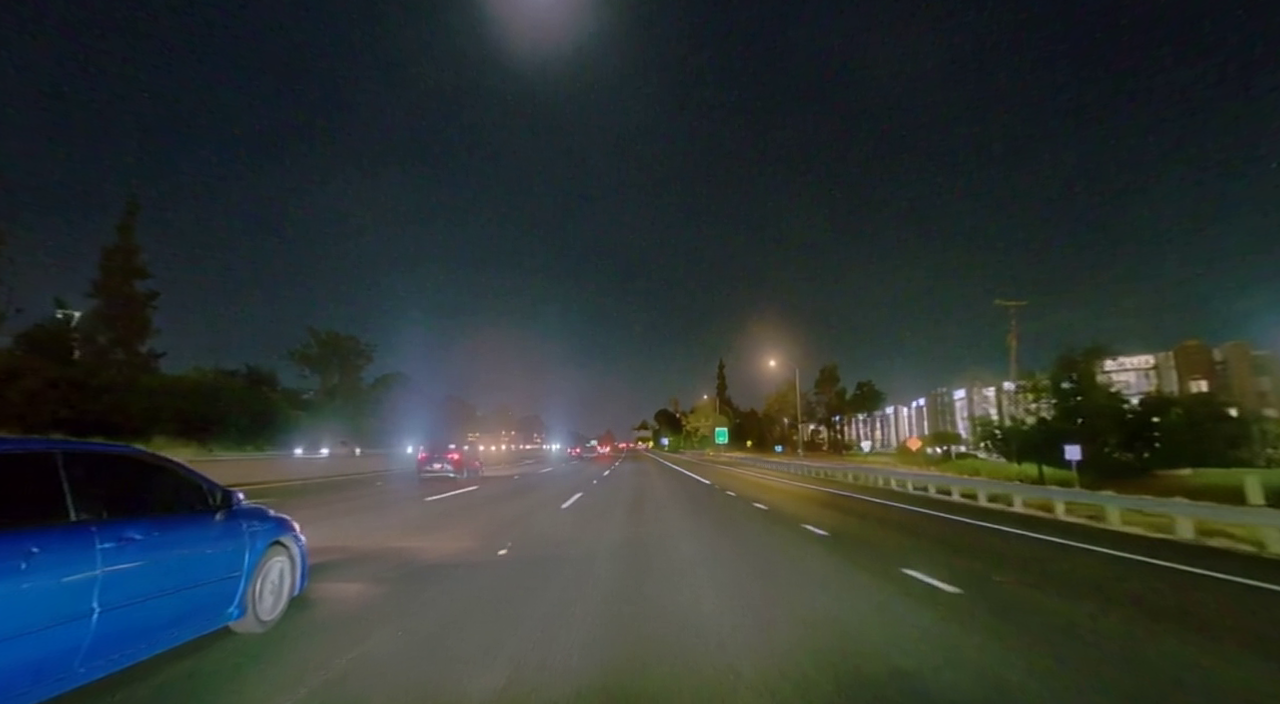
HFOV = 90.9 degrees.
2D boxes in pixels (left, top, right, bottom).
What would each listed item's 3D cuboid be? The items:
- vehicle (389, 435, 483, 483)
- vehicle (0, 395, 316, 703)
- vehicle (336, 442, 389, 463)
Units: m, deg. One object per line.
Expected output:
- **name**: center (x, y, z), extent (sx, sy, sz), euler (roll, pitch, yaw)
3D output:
- **vehicle**: center (-7.777, 4.122, 24.529), extent (2.118, 1.675, 4.395), euler (0, -8, 1)
- **vehicle**: center (-3.689, 0.957, 2.478), extent (2.144, 1.565, 4.951), euler (0, -8, 1)
- **vehicle**: center (-20.562, 7.434, 46.962), extent (1.862, 1.440, 4.520), euler (0, -8, 0)
